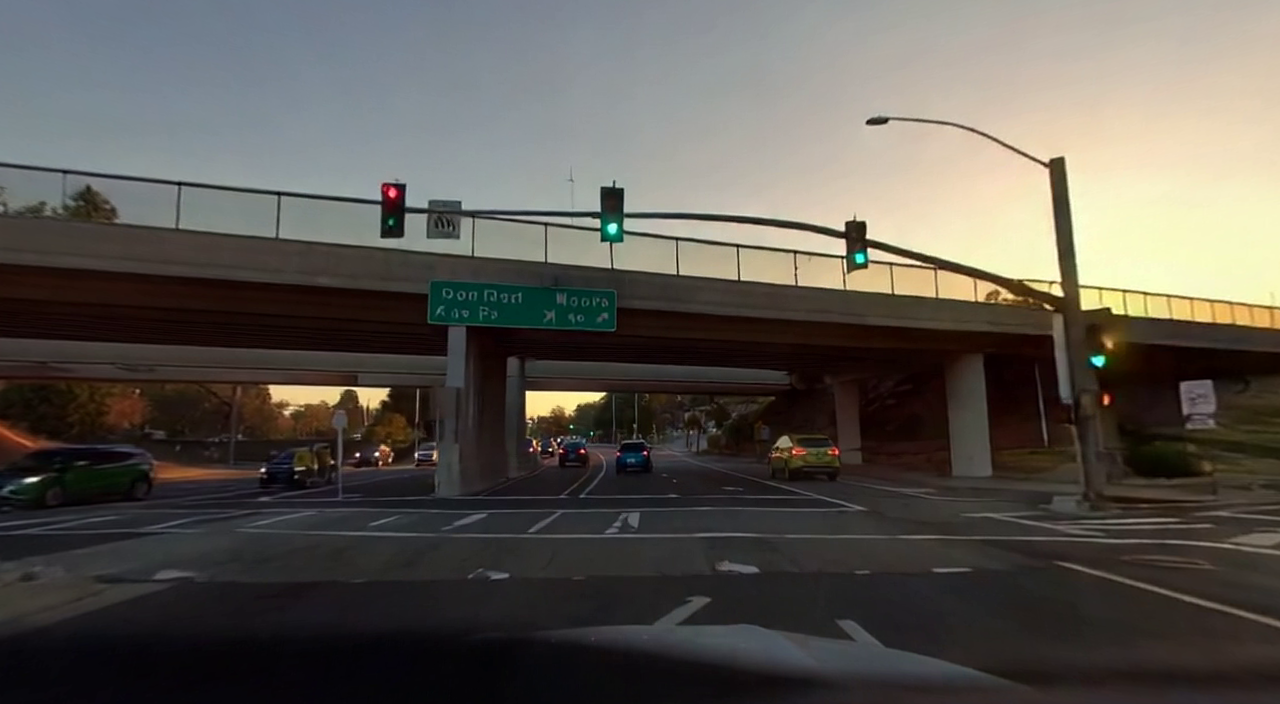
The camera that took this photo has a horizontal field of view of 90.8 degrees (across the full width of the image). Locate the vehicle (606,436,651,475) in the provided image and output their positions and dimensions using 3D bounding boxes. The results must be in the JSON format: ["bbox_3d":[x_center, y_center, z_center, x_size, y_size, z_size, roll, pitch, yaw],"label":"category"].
[{"bbox_3d":[-0.529,5.111,31.353,2.060,1.768,4.681,0,-8,0],"label":"vehicle"}]

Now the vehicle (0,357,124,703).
[{"bbox_3d":[-3.104,0.564,0.288,1.880,1.617,4.565,0,-8,0],"label":"vehicle"}]

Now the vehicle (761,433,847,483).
[{"bbox_3d":[6.358,4.156,25.099,2.074,1.785,4.320,0,-8,-3],"label":"vehicle"}]

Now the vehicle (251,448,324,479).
[{"bbox_3d":[-18.407,5.800,33.236,1.803,1.504,4.708,1,-8,-9],"label":"vehicle"}]
